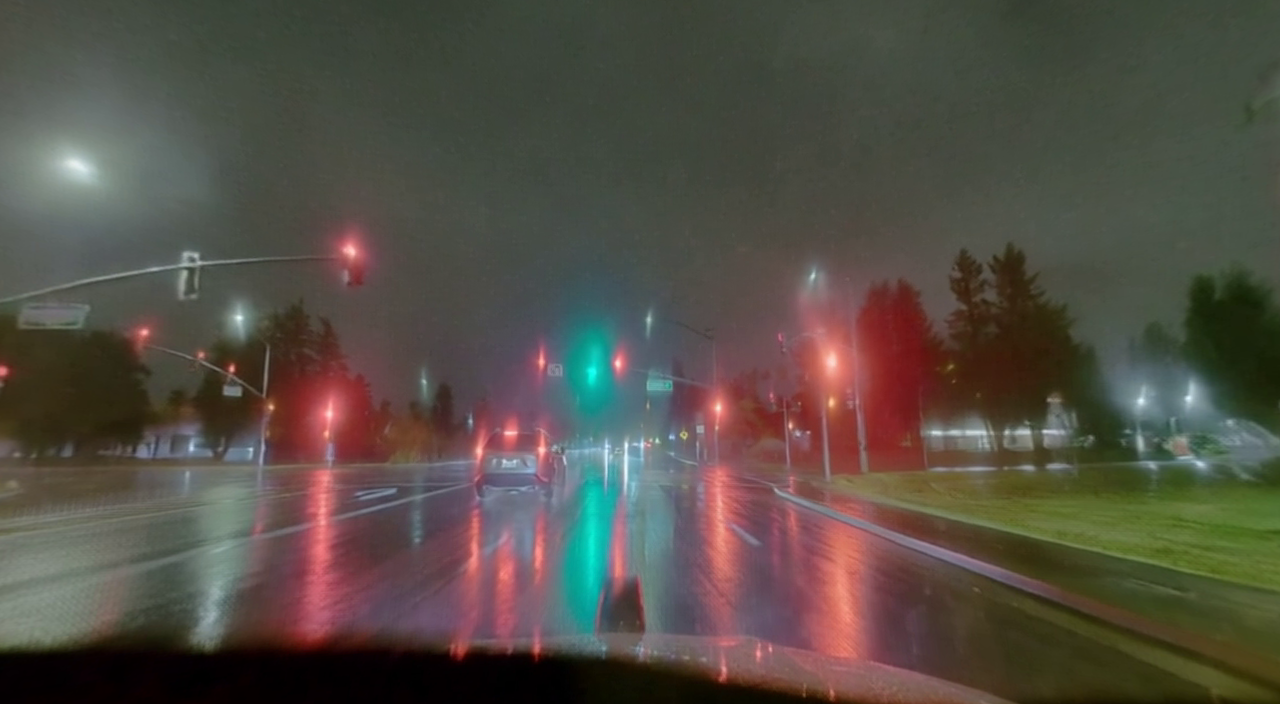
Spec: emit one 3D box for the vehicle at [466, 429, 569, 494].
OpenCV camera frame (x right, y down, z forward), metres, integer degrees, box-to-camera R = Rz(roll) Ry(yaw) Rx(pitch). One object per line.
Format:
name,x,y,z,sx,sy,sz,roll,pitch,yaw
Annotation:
vehicle,-3.299,3.064,17.976,2.076,1.599,4.483,0,-9,-1
